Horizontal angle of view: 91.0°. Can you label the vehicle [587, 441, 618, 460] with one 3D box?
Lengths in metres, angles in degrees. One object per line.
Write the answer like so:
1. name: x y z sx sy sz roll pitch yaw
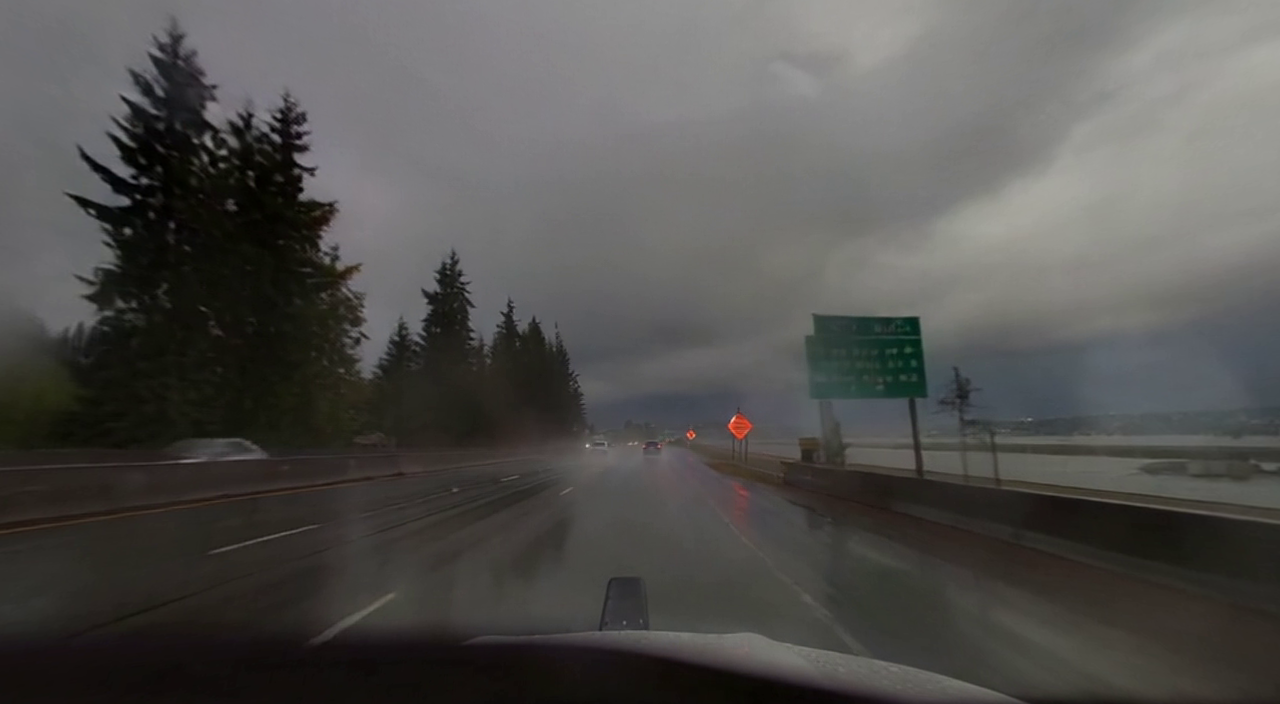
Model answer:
1. vehicle: -2.886 7.765 49.804 2.118 1.475 4.263 0 -8 1
